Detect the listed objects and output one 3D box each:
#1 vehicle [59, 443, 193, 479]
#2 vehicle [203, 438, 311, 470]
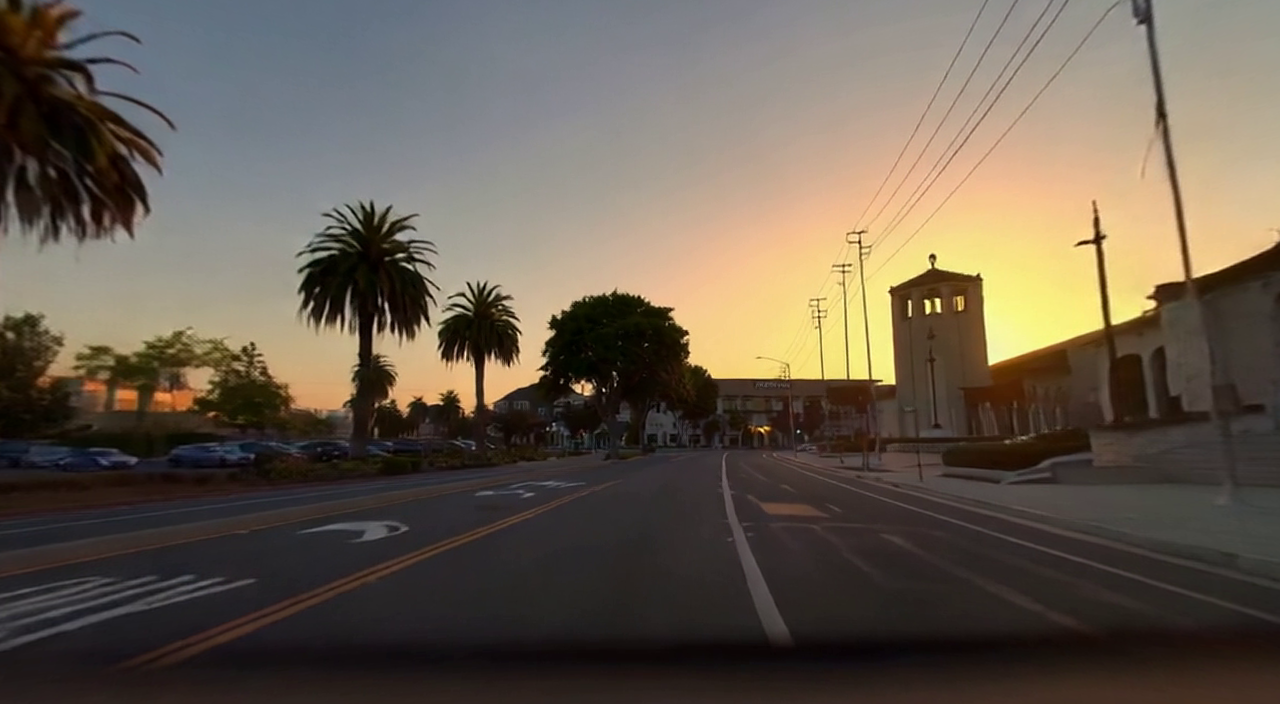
[{"bbox_3d":[-23.173,4.909,28.424,4.440,1.541,1.851,0,-9,1],"label":"vehicle"},{"bbox_3d":[-22.199,5.908,36.474,5.084,1.664,2.006,-2,-7,4],"label":"vehicle"}]
